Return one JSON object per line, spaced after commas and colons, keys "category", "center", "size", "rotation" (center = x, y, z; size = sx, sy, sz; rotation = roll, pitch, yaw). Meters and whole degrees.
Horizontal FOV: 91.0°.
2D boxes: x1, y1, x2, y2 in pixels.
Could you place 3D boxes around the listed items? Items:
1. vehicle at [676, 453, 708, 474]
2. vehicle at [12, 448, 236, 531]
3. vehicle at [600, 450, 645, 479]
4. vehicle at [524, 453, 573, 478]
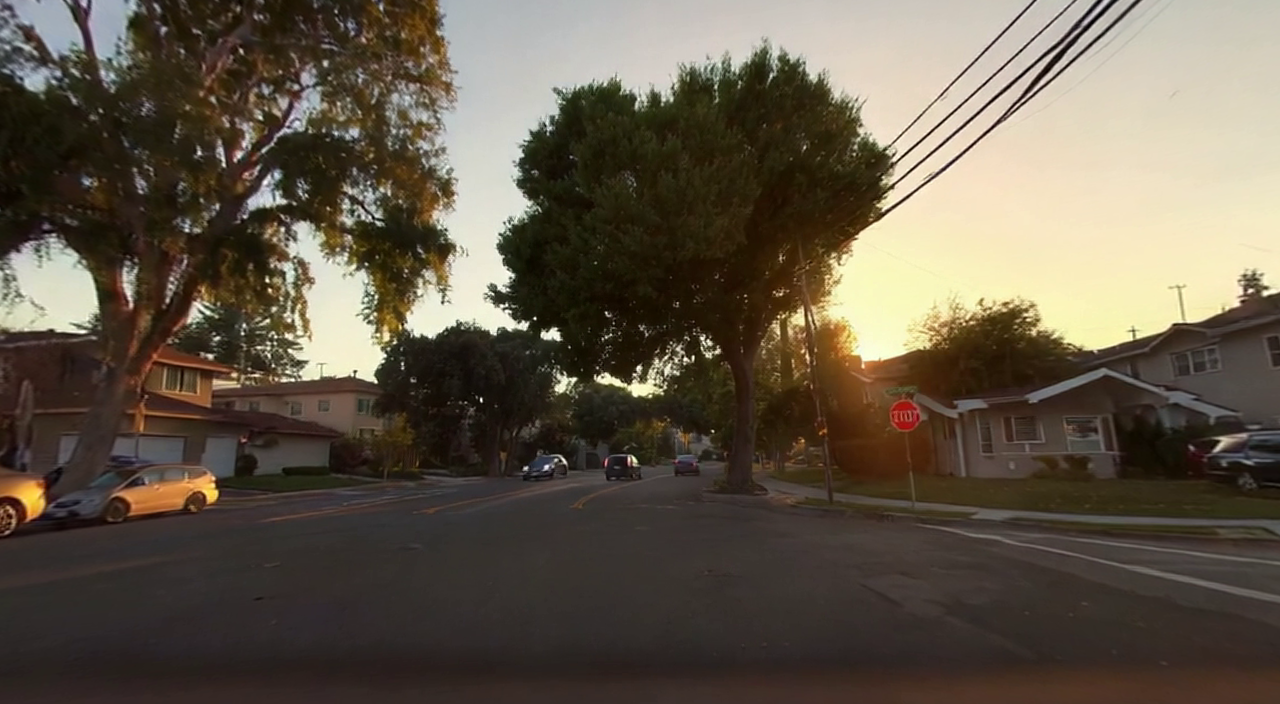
{"category": "vehicle", "center": [3.880, 8.177, 46.345], "size": [1.955, 1.459, 4.383], "rotation": [-2, -9, 10]}
{"category": "vehicle", "center": [-13.765, 3.714, 17.331], "size": [2.076, 1.864, 4.730], "rotation": [-3, -11, 1]}
{"category": "vehicle", "center": [-1.043, 7.298, 41.122], "size": [2.178, 1.695, 4.339], "rotation": [-1, -9, 9]}
{"category": "vehicle", "center": [-6.954, 8.669, 48.229], "size": [2.256, 1.755, 4.799], "rotation": [-2, -9, 10]}
